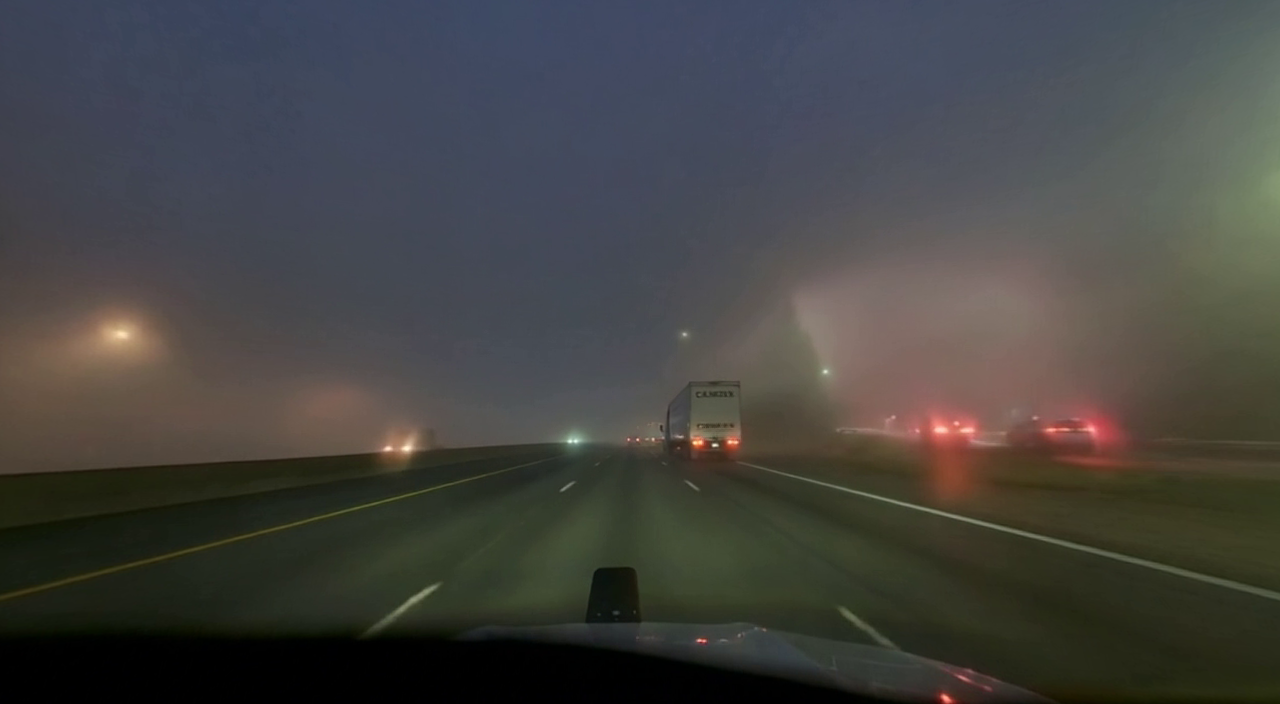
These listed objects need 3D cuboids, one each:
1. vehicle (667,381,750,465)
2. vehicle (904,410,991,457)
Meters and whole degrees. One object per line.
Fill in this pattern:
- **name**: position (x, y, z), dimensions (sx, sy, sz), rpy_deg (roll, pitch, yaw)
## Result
- **vehicle**: position (3.680, 4.502, 38.173), dimensions (2.976, 4.064, 14.619), rpy_deg (0, -8, -2)
- **vehicle**: position (24.108, 6.304, 49.887), dimensions (2.865, 2.885, 8.040), rpy_deg (-4, -3, 1)
